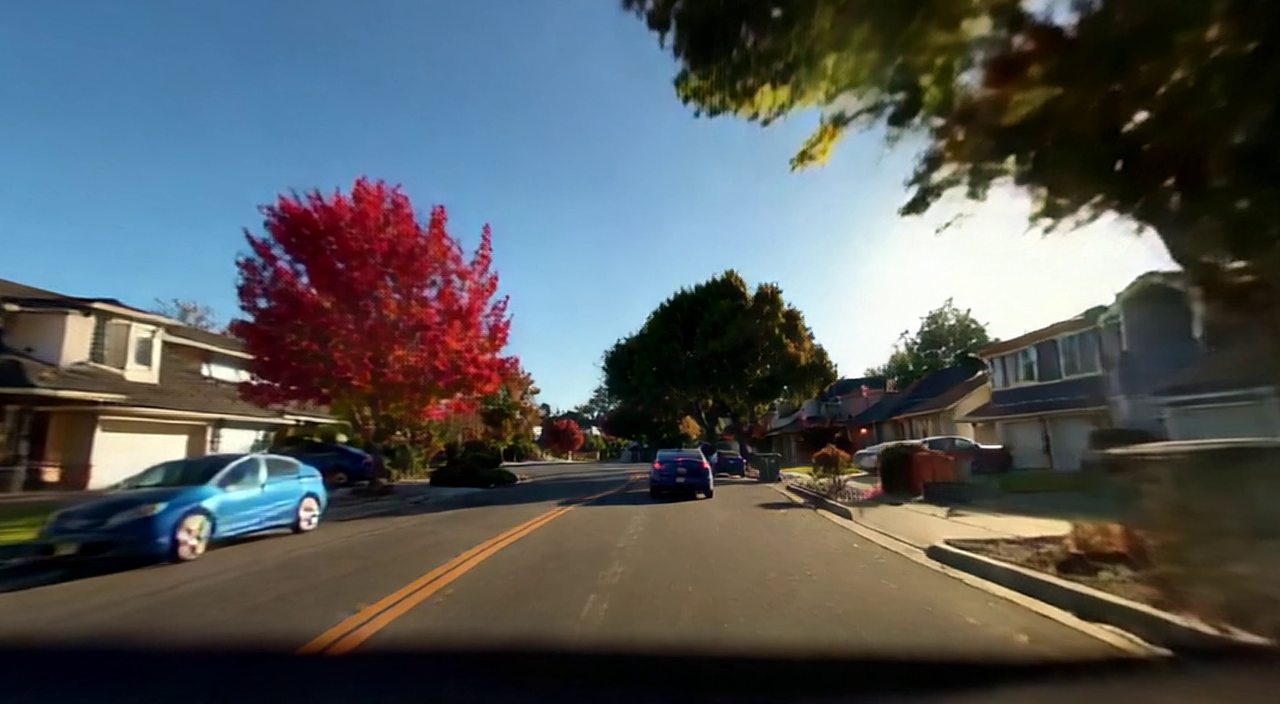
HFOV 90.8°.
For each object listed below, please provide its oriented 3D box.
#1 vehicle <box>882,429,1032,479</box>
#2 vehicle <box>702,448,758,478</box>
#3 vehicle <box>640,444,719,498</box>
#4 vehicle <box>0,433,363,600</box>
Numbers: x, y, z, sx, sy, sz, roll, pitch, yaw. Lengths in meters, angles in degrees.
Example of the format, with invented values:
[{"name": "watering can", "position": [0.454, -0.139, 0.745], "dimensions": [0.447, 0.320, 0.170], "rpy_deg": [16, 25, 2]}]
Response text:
[{"name": "vehicle", "position": [11.921, 3.837, 23.966], "dimensions": [4.524, 1.587, 2.064], "rpy_deg": [-2, -8, -4]}, {"name": "vehicle", "position": [4.671, 5.825, 33.514], "dimensions": [2.089, 1.462, 4.529], "rpy_deg": [0, -8, -3]}, {"name": "vehicle", "position": [1.119, 3.586, 19.533], "dimensions": [2.192, 1.474, 4.192], "rpy_deg": [0, -8, 1]}, {"name": "vehicle", "position": [-6.565, 2.146, 9.409], "dimensions": [2.641, 1.747, 4.738], "rpy_deg": [-3, -7, 2]}]
